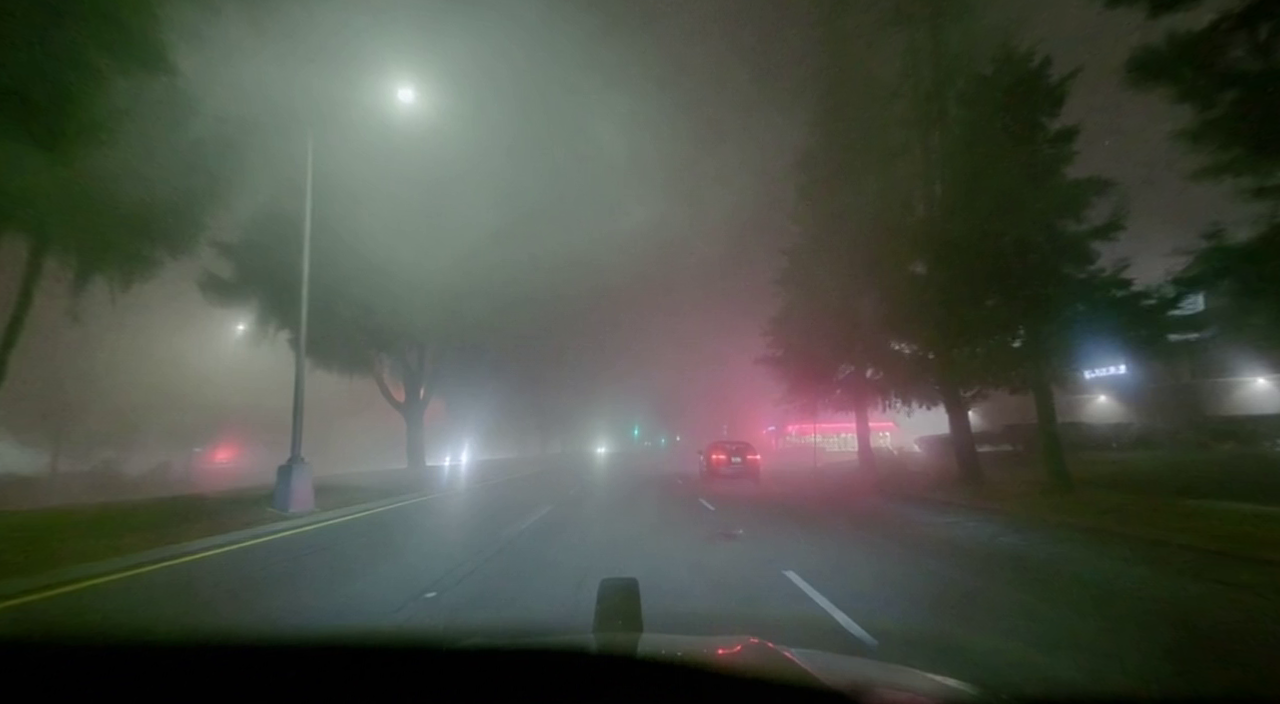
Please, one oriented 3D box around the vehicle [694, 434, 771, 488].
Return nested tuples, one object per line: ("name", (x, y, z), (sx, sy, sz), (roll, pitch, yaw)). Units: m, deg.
("vehicle", (3.230, 3.900, 22.876), (2.083, 1.743, 4.354), (0, -8, -1))
